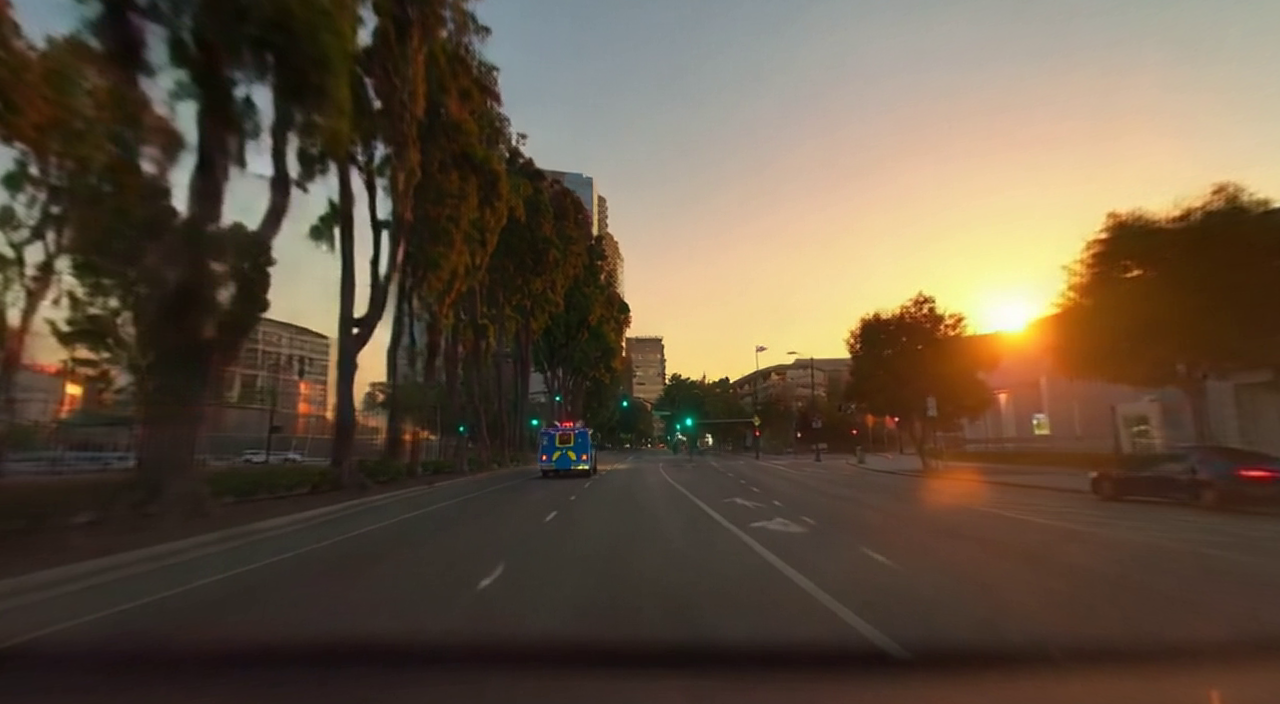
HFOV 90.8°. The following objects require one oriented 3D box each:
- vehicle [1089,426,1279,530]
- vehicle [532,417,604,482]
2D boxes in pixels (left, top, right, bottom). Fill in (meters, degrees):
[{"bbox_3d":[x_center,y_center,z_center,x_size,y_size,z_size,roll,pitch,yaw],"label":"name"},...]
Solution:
[{"bbox_3d":[11.636,2.435,12.798,1.980,1.719,4.422,-1,-9,4],"label":"vehicle"},{"bbox_3d":[-3.301,4.676,30.399,2.633,2.787,5.796,0,-9,2],"label":"vehicle"}]
